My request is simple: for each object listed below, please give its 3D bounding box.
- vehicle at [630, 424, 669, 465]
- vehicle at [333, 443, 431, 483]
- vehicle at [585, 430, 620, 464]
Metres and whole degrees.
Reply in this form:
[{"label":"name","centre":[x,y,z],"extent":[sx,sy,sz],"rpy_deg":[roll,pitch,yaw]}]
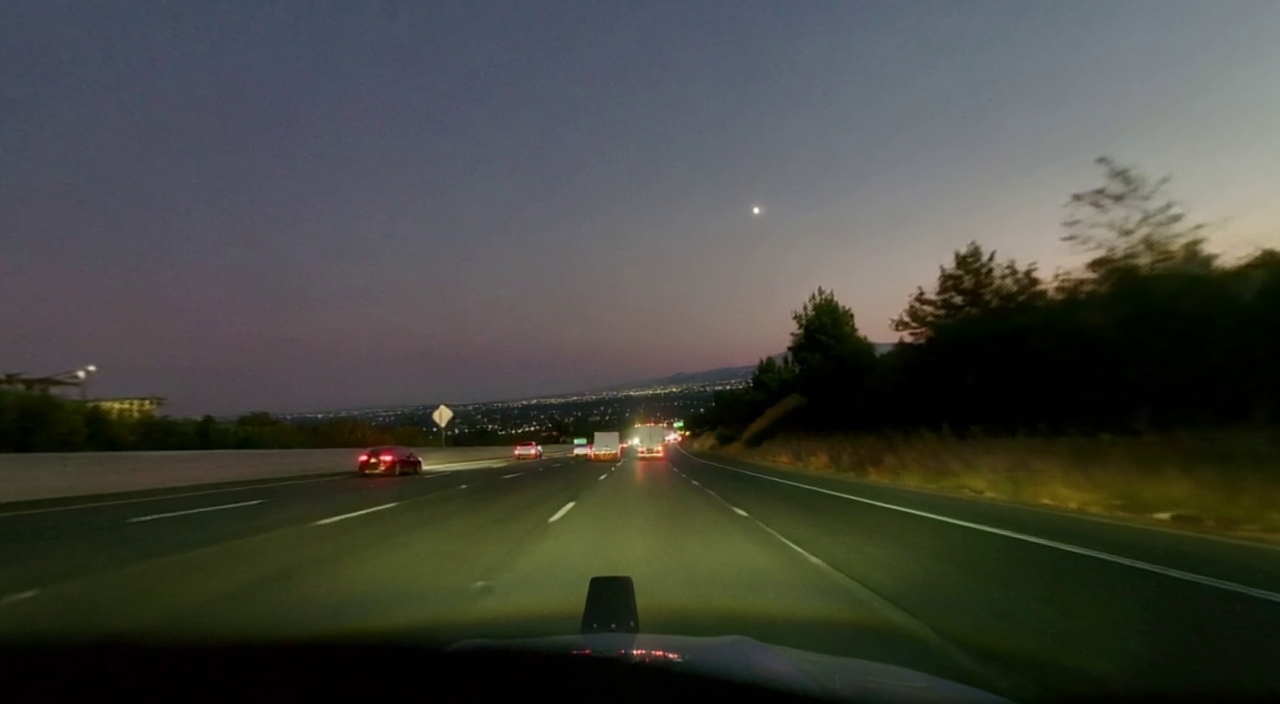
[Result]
[{"label":"vehicle","centre":[0.764,7.144,48.945],"extent":[2.768,2.854,6.757],"rpy_deg":[1,-8,1]},{"label":"vehicle","centre":[-10.255,4.433,25.590],"extent":[1.952,1.457,4.689],"rpy_deg":[0,-9,1]},{"label":"vehicle","centre":[-2.881,7.500,49.717],"extent":[2.328,2.519,5.238],"rpy_deg":[0,-9,1]}]
